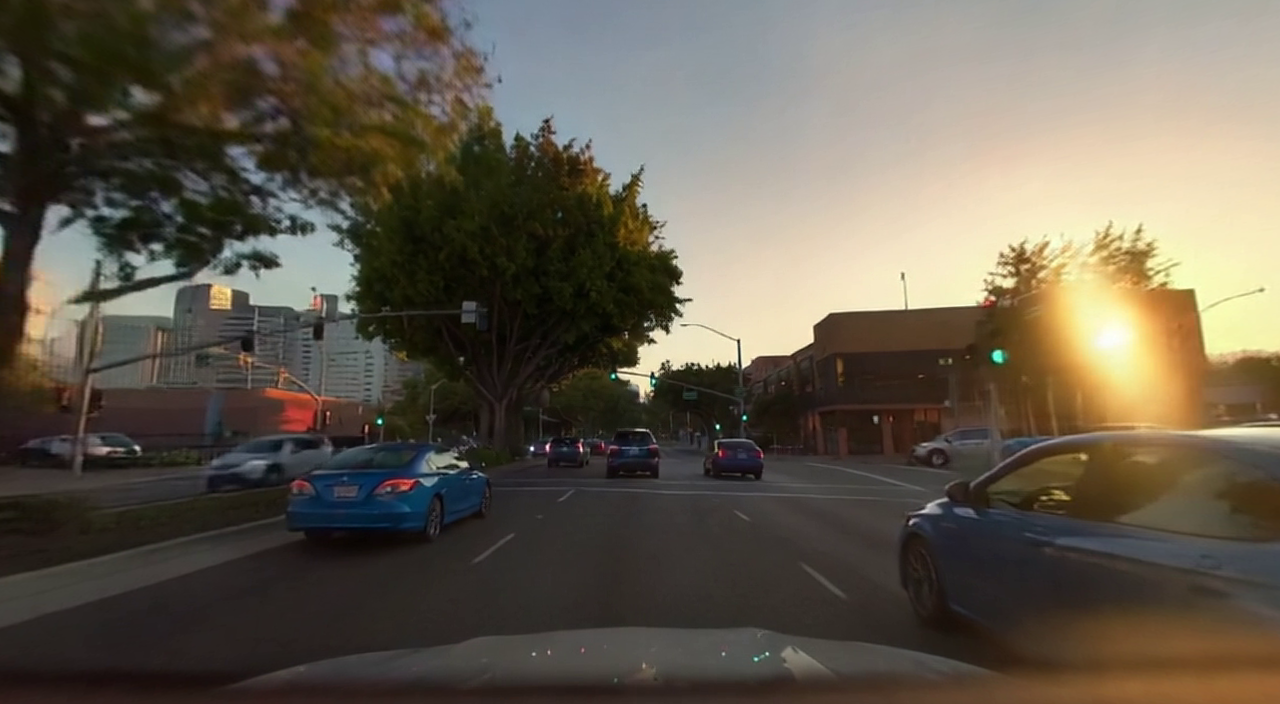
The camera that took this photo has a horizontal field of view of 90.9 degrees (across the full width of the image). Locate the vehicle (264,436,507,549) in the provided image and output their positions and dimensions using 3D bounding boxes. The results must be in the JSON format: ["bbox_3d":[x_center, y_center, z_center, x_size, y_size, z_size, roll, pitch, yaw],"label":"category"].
[{"bbox_3d":[-3.604,2.015,9.869,2.115,1.369,3.908,0,-8,1],"label":"vehicle"}]

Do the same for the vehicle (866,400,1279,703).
[{"bbox_3d":[3.071,1.089,3.401,2.052,1.475,4.540,0,-8,0],"label":"vehicle"}]

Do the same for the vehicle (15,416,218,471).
[{"bbox_3d":[-35.019,6.056,42.232,12.467,3.385,3.314,-1,-8,13],"label":"vehicle"}]

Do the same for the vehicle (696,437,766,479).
[{"bbox_3d":[3.475,4.134,24.930,2.058,1.472,4.317,1,-8,-1],"label":"vehicle"}]

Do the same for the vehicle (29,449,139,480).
[{"bbox_3d":[-30.072,6.055,34.117,4.488,1.445,2.098,-1,-8,12],"label":"vehicle"}]

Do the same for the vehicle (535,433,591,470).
[{"bbox_3d":[-3.638,4.780,30.530,2.130,1.645,3.995,0,-8,1],"label":"vehicle"}]

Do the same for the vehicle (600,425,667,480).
[{"bbox_3d":[-0.243,3.865,24.589,2.361,1.898,4.465,0,-8,0],"label":"vehicle"}]
